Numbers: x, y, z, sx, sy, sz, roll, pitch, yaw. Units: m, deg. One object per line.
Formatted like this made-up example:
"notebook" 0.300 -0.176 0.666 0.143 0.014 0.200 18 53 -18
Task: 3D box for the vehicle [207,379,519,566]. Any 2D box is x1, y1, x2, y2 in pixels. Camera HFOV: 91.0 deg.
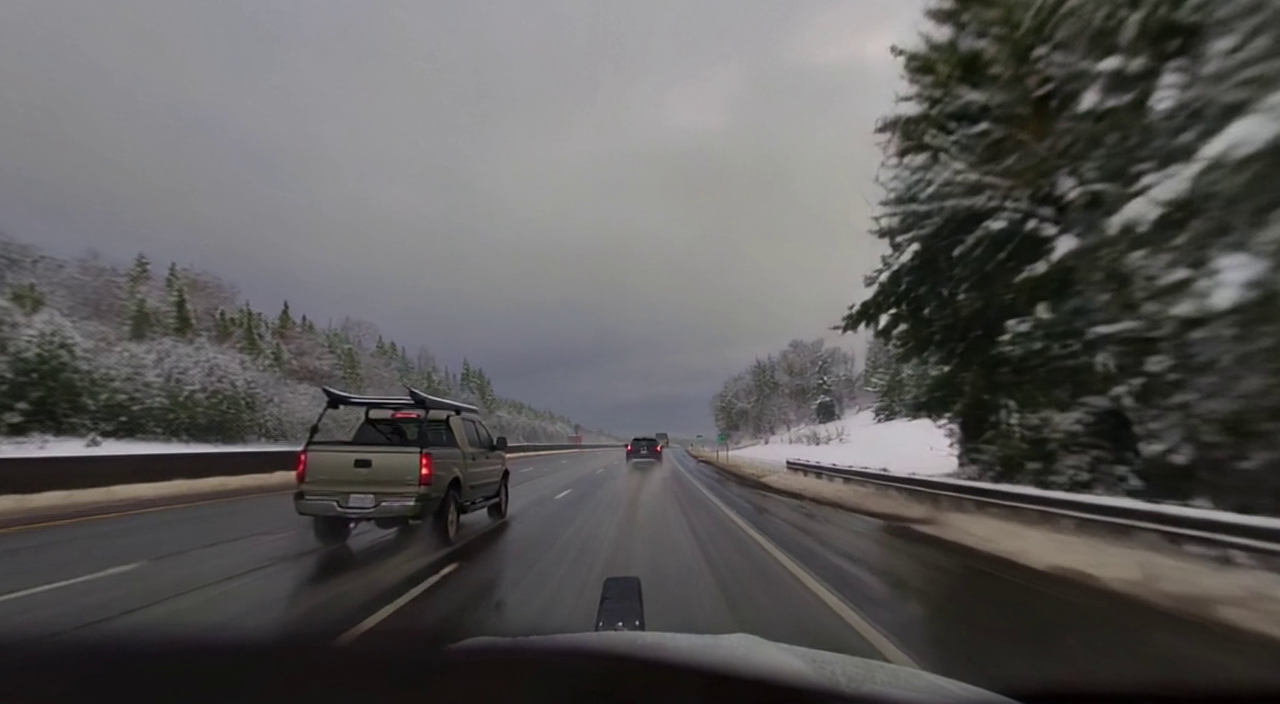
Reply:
"vehicle" -3.373 1.626 9.103 2.250 1.947 4.860 0 -9 0

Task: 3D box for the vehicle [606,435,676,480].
"vehicle" 0.110 4.432 26.780 2.715 1.669 5.163 0 -9 2
